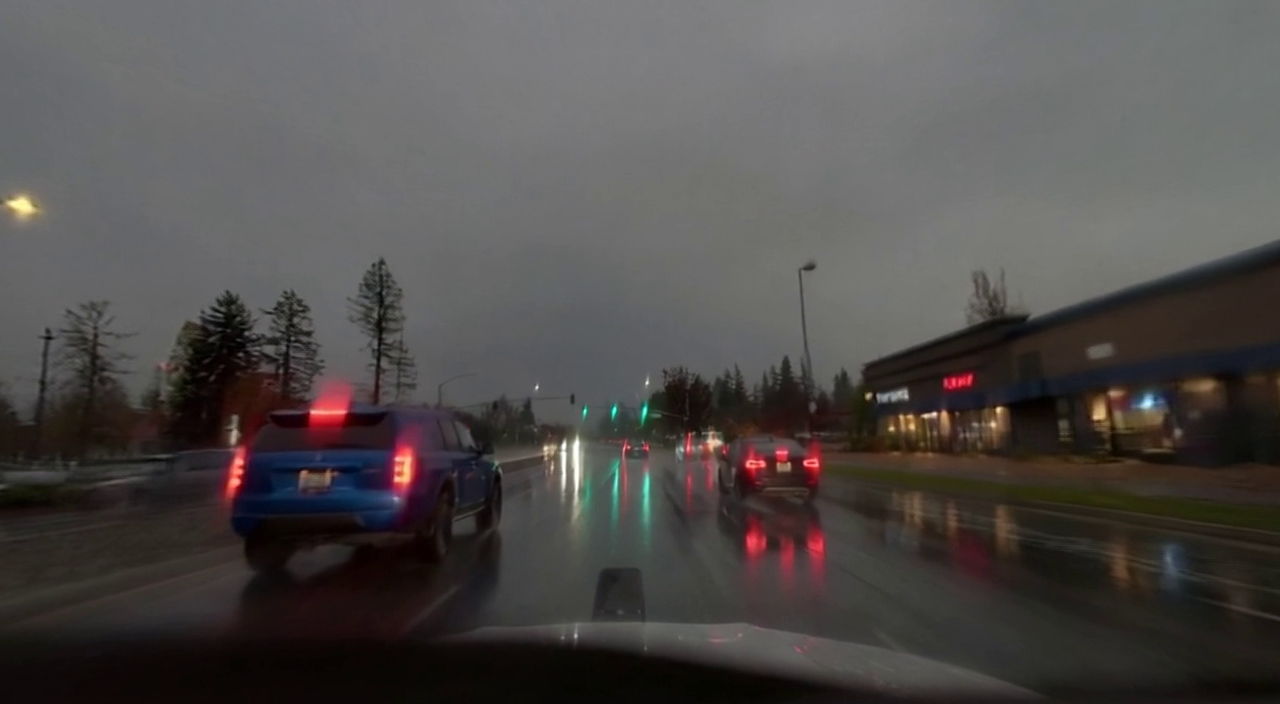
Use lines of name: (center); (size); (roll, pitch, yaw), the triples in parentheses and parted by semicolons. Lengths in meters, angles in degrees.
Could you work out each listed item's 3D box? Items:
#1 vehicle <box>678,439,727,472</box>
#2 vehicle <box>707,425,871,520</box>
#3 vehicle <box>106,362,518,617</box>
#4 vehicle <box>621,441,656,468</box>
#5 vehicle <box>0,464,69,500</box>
vehicle: (2.975, 5.031, 30.835); (1.842, 1.480, 4.155); (0, -9, -2)
vehicle: (2.794, 2.424, 13.220); (2.174, 1.596, 4.779); (0, -9, -1)
vehicle: (-3.146, 1.495, 7.826); (2.368, 2.037, 5.319); (0, -9, -2)
vehicle: (-0.146, 6.116, 37.857); (2.008, 1.464, 4.052); (0, -9, -1)
vehicle: (-28.523, 5.831, 28.167); (4.175, 1.458, 1.981); (-3, -9, 1)
